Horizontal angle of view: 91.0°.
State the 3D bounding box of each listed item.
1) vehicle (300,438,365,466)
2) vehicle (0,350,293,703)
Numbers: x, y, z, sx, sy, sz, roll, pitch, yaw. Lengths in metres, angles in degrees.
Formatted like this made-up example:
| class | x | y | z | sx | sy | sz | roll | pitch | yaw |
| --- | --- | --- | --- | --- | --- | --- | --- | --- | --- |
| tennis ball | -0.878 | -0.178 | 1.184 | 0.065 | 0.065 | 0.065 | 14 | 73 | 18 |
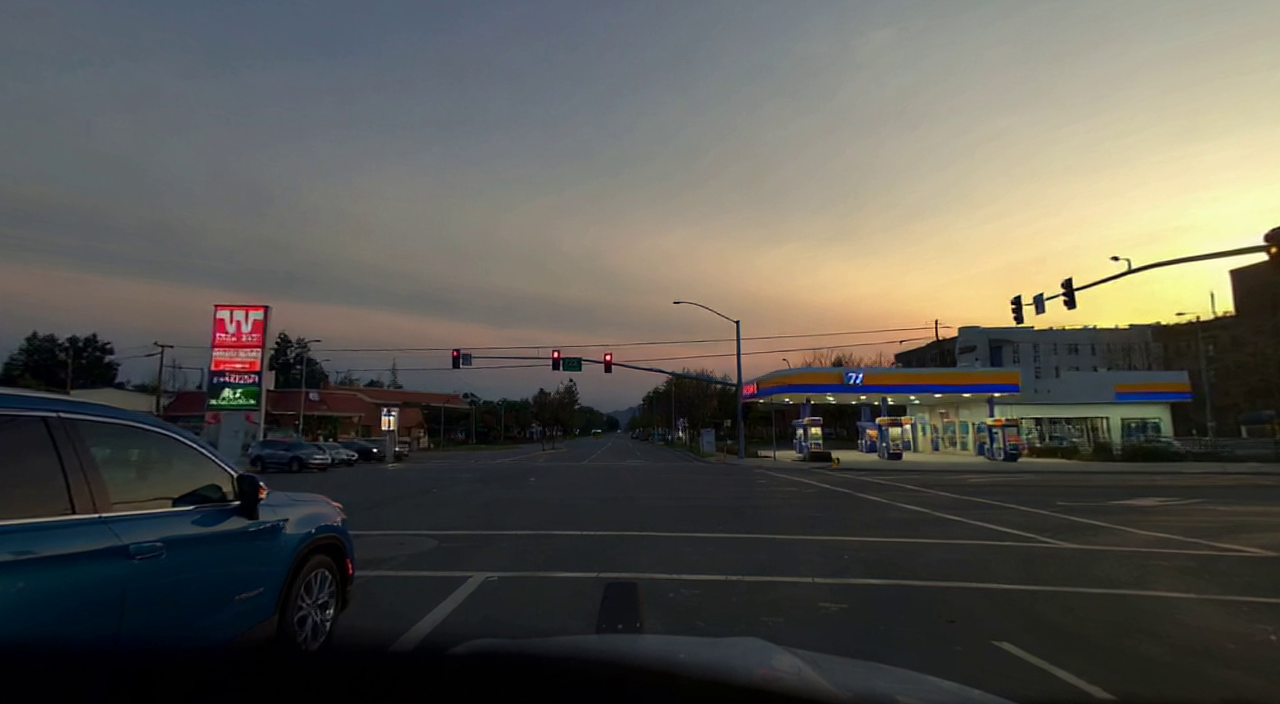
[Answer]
| class | x | y | z | sx | sy | sz | roll | pitch | yaw |
| --- | --- | --- | --- | --- | --- | --- | --- | --- | --- |
| vehicle | -20.473 | 6.678 | 42.147 | 2.004 | 1.699 | 4.486 | 0 | -9 | 1 |
| vehicle | -3.425 | 0.800 | 2.041 | 2.053 | 1.690 | 4.364 | 0 | -9 | 0 |
